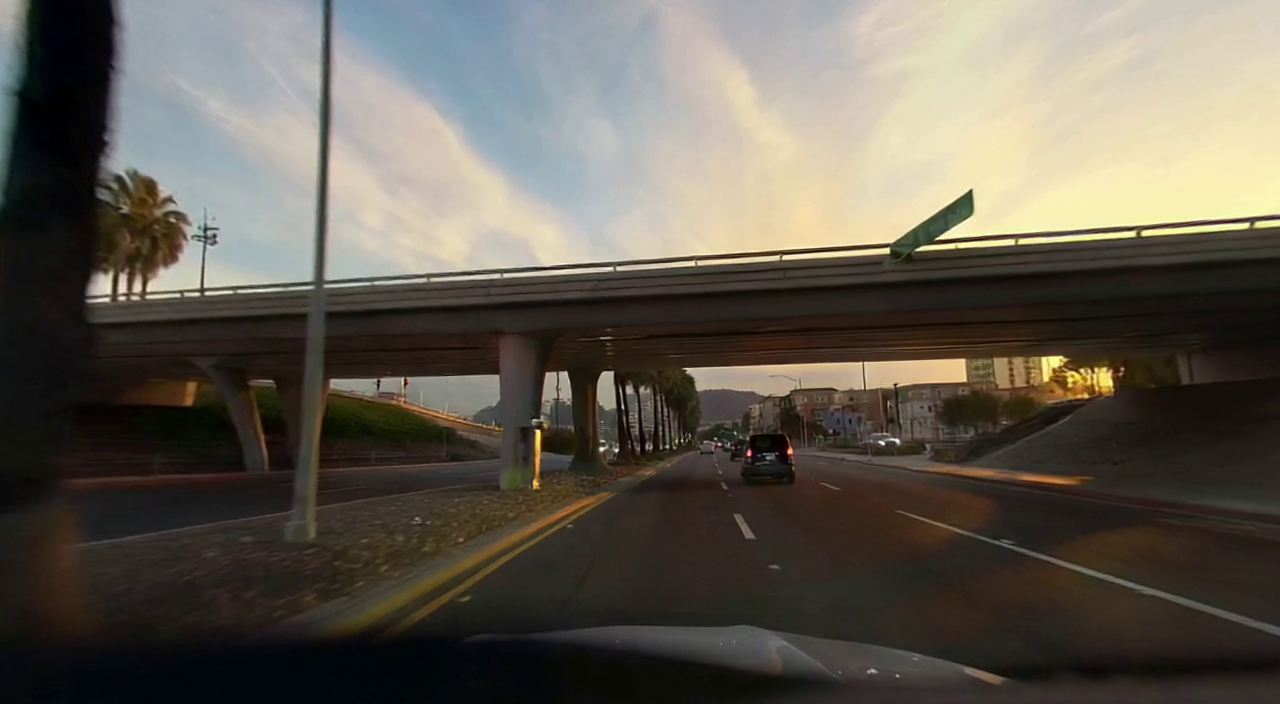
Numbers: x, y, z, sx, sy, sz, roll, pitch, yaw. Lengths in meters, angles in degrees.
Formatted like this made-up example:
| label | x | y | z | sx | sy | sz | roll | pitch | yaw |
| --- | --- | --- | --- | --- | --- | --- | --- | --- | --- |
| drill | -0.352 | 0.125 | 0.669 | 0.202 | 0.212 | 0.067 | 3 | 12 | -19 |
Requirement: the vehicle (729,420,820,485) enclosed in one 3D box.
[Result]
| label | x | y | z | sx | sy | sz | roll | pitch | yaw |
| --- | --- | --- | --- | --- | --- | --- | --- | --- | --- |
| vehicle | 4.628 | 3.597 | 22.762 | 2.559 | 2.017 | 5.562 | -1 | -9 | 5 |
